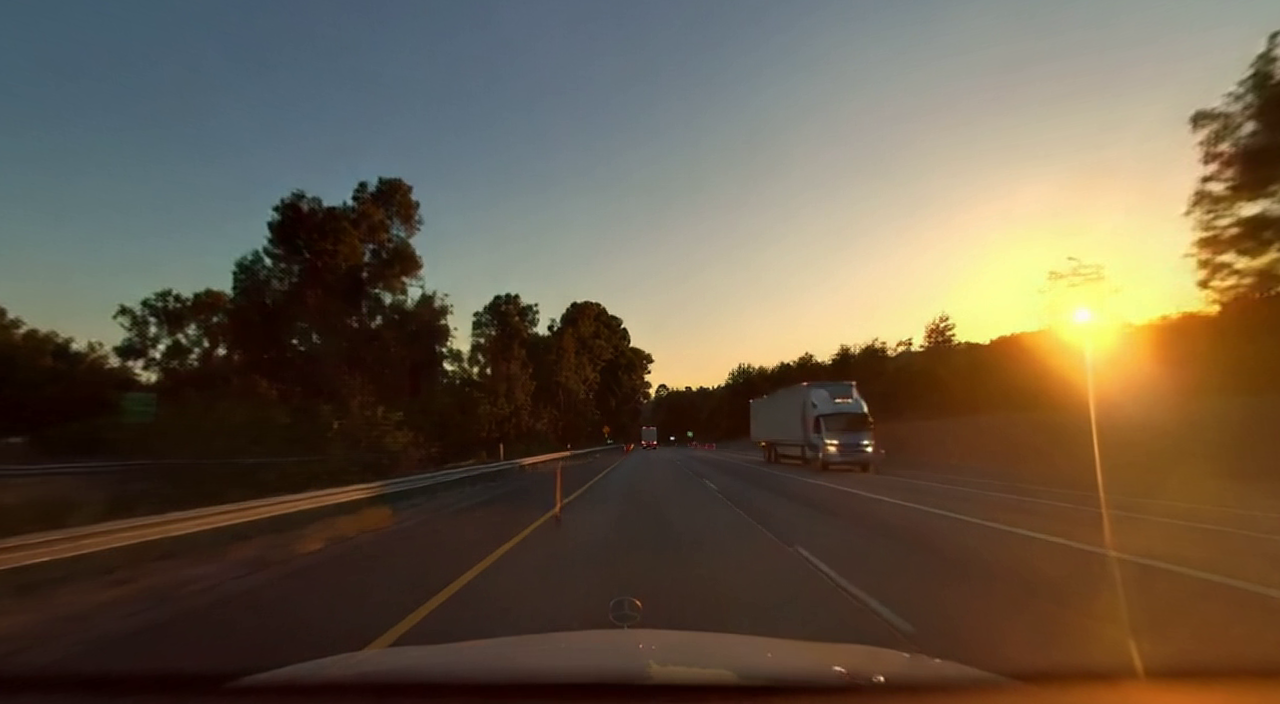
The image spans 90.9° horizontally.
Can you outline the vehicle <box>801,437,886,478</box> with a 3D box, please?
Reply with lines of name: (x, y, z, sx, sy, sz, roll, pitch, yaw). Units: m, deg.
vehicle: (8.484, 4.420, 26.661, 2.611, 1.607, 3.179, 0, -8, 2)
